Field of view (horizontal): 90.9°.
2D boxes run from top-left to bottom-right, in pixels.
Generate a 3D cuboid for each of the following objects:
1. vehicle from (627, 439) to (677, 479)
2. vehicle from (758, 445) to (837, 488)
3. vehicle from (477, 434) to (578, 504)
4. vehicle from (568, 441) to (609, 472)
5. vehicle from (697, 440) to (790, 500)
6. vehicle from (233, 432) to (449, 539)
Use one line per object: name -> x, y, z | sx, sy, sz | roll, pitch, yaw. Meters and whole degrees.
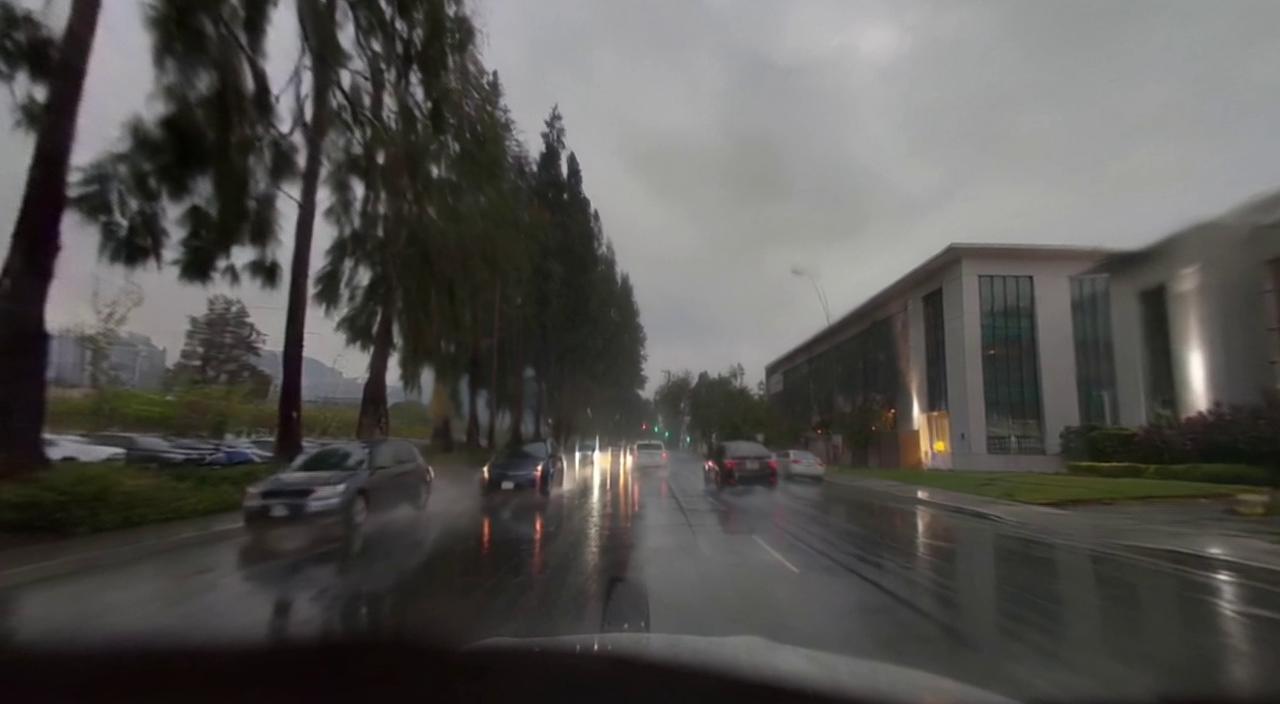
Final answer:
vehicle -> 0.484, 4.813, 28.575 | 2.105, 1.653, 3.887 | 0, -9, 0
vehicle -> 5.956, 4.364, 24.426 | 1.885, 1.467, 4.546 | 0, -9, 0
vehicle -> -3.026, 3.254, 17.958 | 2.065, 1.708, 4.311 | 0, -9, 0
vehicle -> -3.104, 6.365, 38.610 | 2.041, 1.788, 4.527 | 0, -9, 1
vehicle -> 2.873, 3.382, 18.443 | 1.991, 1.536, 4.116 | 0, -9, -1
vehicle -> -5.748, 2.606, 13.023 | 2.132, 1.769, 4.760 | 0, -9, 0
